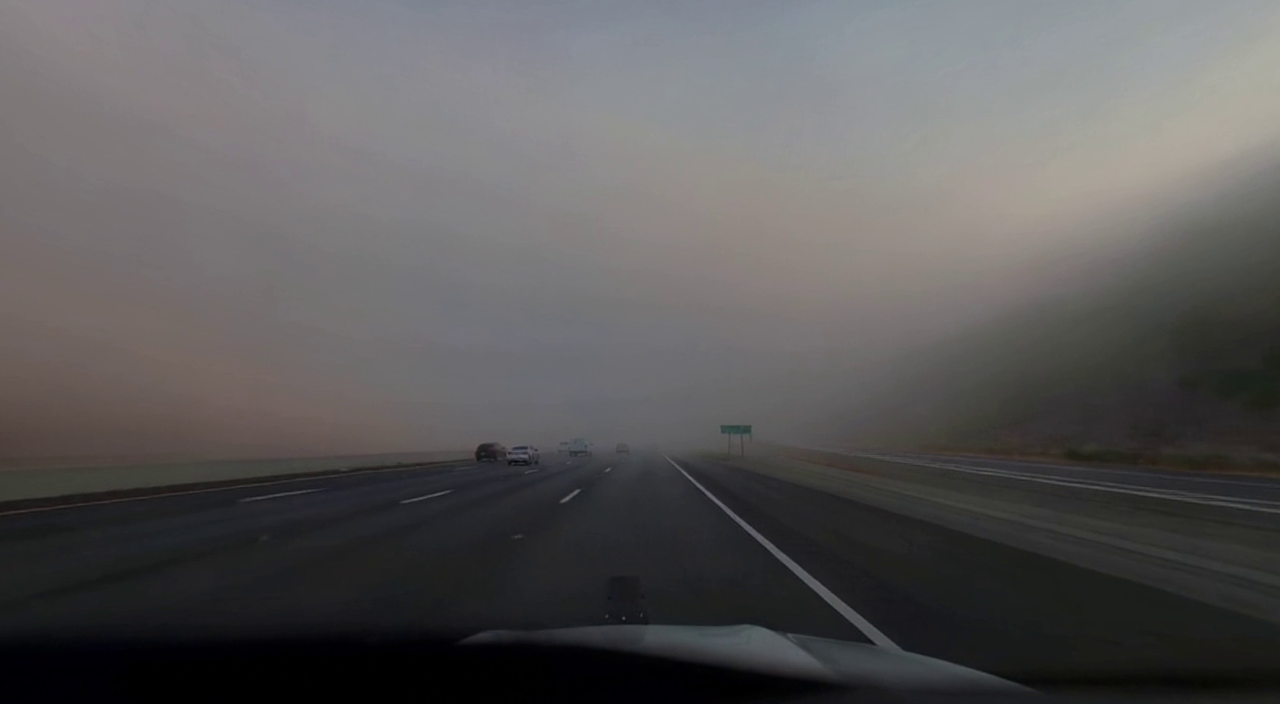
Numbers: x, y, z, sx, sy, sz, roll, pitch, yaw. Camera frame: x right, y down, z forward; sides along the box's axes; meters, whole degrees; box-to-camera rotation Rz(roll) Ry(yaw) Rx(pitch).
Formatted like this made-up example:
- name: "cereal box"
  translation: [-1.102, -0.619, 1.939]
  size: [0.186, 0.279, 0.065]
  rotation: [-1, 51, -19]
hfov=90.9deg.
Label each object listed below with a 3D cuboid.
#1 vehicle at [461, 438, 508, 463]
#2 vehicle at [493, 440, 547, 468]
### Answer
- name: "vehicle"
  translation: [-11.114, 7.083, 45.401]
  size: [2.020, 1.645, 4.629]
  rotation: [0, -9, 2]
- name: "vehicle"
  translation: [-6.814, 5.843, 36.196]
  size: [2.107, 1.484, 4.449]
  rotation: [0, -9, 2]
